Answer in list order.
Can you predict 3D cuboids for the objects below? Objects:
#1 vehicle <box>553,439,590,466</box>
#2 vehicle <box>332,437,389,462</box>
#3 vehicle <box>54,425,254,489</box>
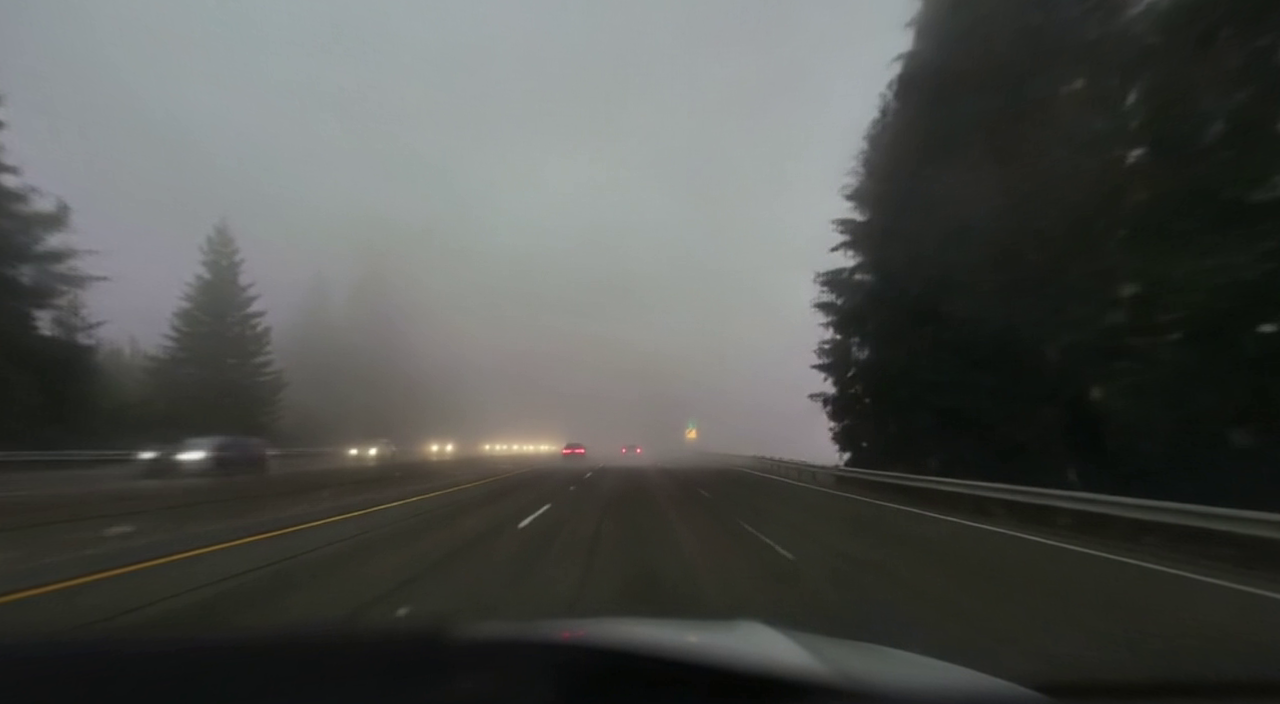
[{"bbox_3d":[-4.445,6.588,41.207,2.098,1.692,4.038,0,-9,-1],"label":"vehicle"},{"bbox_3d":[-17.588,6.183,39.605,1.857,1.478,3.924,0,-9,-1],"label":"vehicle"},{"bbox_3d":[-12.597,2.772,16.721,1.831,1.460,4.414,0,-9,-1],"label":"vehicle"}]
